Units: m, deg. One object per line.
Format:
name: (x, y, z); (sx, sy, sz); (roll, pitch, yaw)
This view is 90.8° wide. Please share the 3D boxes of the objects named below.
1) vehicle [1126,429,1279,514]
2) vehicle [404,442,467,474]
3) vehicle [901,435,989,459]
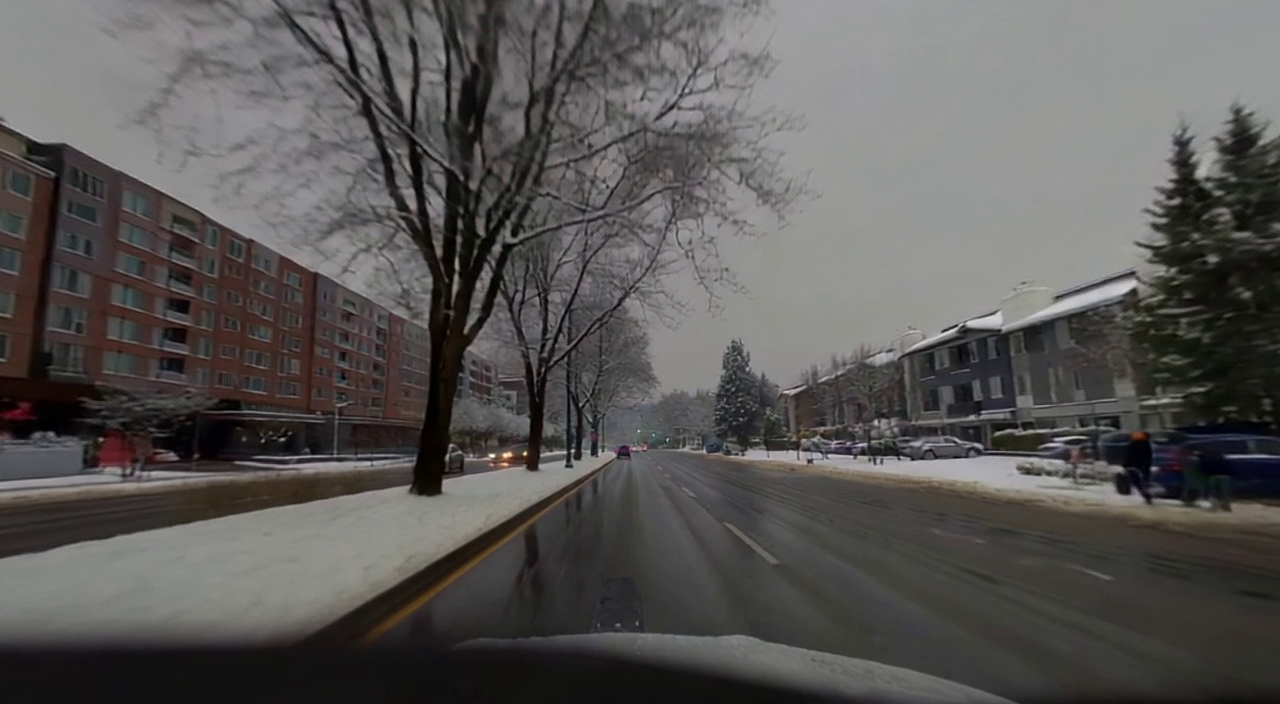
vehicle: (14.901, 2.812, 15.189); (4.761, 1.832, 2.201); (1, -9, -7)
vehicle: (-12.323, 6.417, 38.475); (2.250, 1.788, 4.684); (0, -9, 0)
vehicle: (22.540, 7.045, 46.788); (5.320, 1.722, 2.651); (2, -9, -15)
